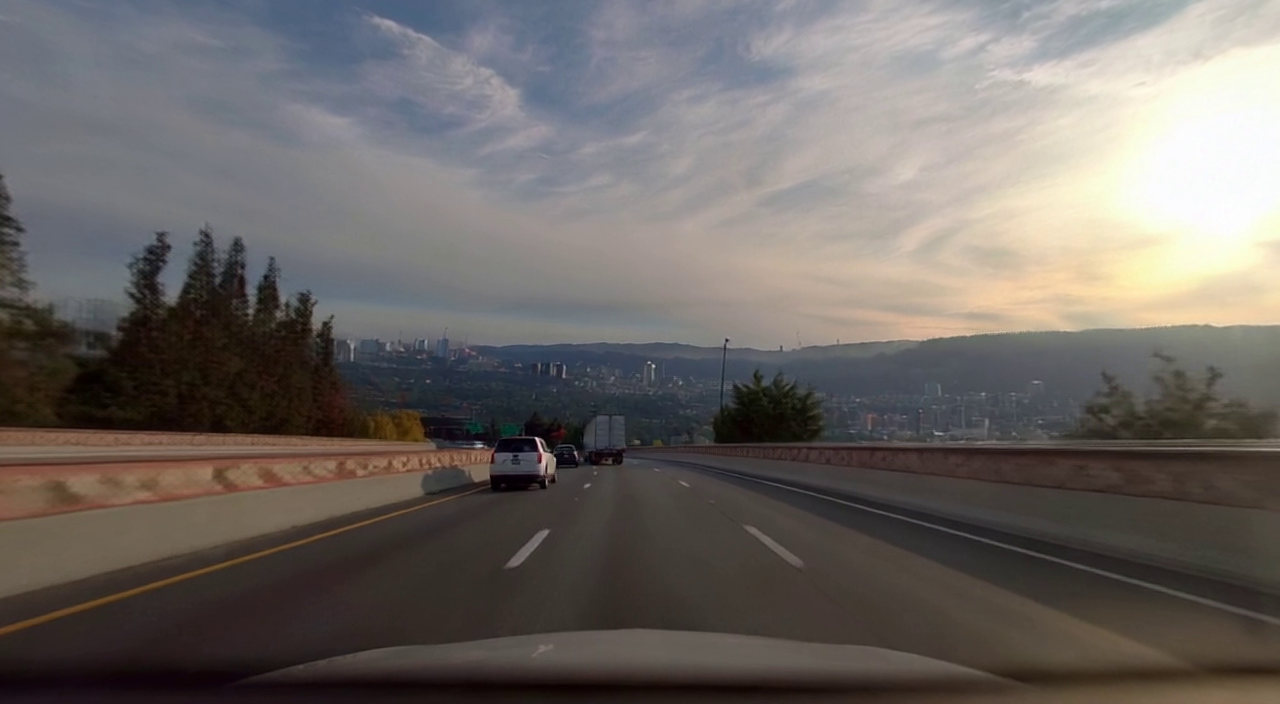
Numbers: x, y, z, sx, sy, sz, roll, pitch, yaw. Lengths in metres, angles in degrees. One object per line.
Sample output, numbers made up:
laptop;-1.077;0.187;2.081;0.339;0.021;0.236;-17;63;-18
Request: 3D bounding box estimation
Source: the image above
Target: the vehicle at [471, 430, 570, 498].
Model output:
vehicle;-3.305;3.218;18.421;2.041;1.734;4.391;0;-9;0
